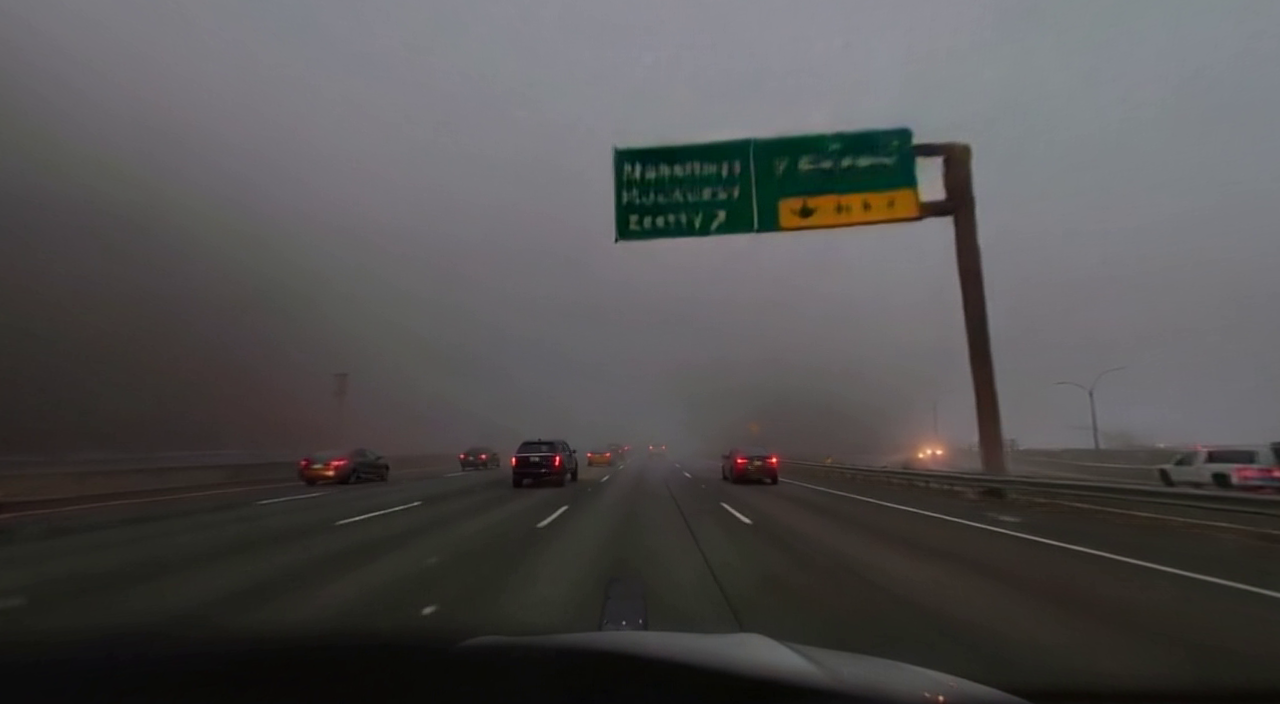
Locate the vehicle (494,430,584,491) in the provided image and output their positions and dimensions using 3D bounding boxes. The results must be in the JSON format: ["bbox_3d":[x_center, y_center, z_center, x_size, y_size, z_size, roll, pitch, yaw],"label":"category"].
[{"bbox_3d":[-3.153,3.513,20.760,2.133,1.775,4.530,0,-8,1],"label":"vehicle"}]

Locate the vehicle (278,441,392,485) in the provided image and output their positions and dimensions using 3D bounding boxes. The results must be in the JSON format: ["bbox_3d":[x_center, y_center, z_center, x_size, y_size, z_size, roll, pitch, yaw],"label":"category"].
[{"bbox_3d":[-11.128,4.054,23.439,1.877,1.458,4.543,0,-8,1],"label":"vehicle"}]

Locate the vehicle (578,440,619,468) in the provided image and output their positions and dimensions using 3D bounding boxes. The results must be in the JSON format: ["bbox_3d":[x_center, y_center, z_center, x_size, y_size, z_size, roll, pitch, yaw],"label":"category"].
[{"bbox_3d":[-2.567,6.393,39.752,2.133,1.668,4.505,0,-8,2],"label":"vehicle"}]

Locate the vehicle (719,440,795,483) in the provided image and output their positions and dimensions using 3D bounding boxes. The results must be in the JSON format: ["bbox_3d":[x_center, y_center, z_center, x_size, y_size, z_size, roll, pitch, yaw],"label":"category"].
[{"bbox_3d":[4.399,4.188,24.444,2.022,1.472,4.678,0,-8,0],"label":"vehicle"}]

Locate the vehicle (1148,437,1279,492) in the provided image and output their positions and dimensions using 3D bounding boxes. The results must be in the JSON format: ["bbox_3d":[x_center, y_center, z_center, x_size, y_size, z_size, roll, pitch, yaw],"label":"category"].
[{"bbox_3d":[26.103,4.857,27.534,5.833,2.255,2.187,0,-8,0],"label":"vehicle"}]
